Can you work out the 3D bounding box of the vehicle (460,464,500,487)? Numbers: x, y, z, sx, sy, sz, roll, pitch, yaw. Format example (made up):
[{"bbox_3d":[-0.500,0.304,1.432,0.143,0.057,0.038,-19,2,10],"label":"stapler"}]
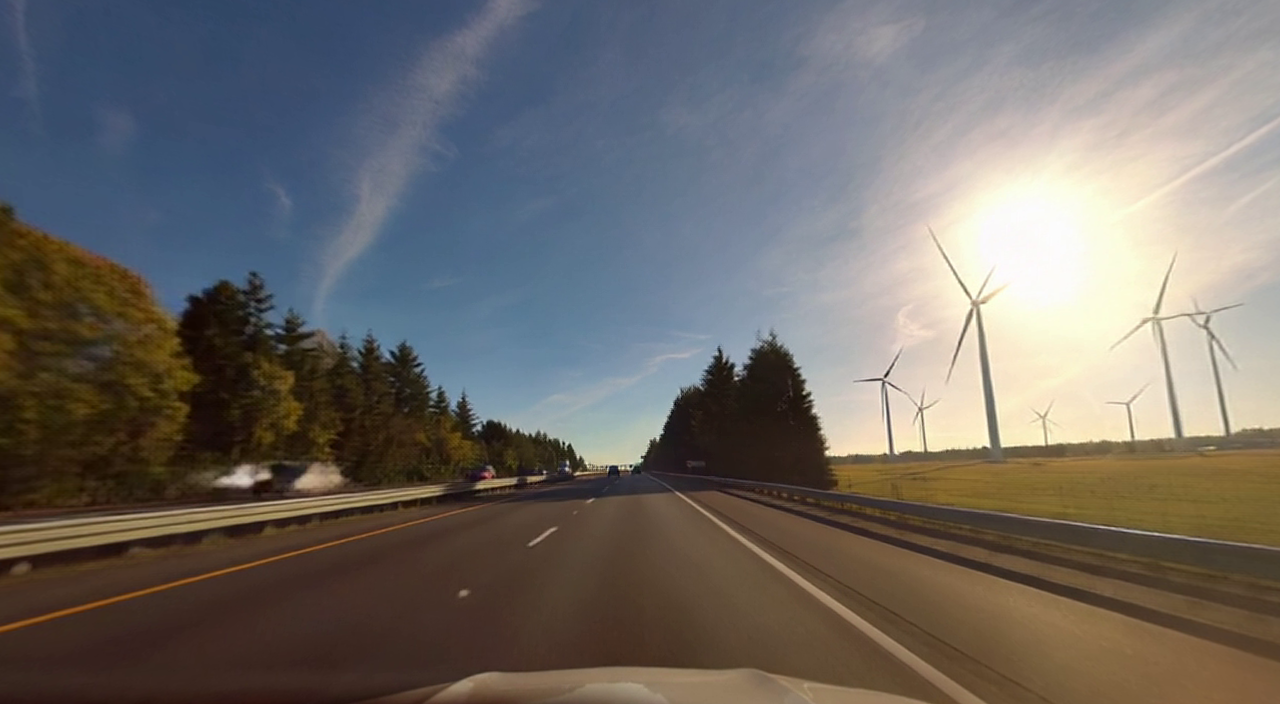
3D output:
[{"bbox_3d":[-12.285,9.496,48.562,1.910,1.636,4.292,1,-11,0],"label":"vehicle"}]

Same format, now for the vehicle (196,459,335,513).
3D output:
[{"bbox_3d":[-12.034,4.330,20.612,1.978,1.546,4.071,1,-11,0],"label":"vehicle"}]
